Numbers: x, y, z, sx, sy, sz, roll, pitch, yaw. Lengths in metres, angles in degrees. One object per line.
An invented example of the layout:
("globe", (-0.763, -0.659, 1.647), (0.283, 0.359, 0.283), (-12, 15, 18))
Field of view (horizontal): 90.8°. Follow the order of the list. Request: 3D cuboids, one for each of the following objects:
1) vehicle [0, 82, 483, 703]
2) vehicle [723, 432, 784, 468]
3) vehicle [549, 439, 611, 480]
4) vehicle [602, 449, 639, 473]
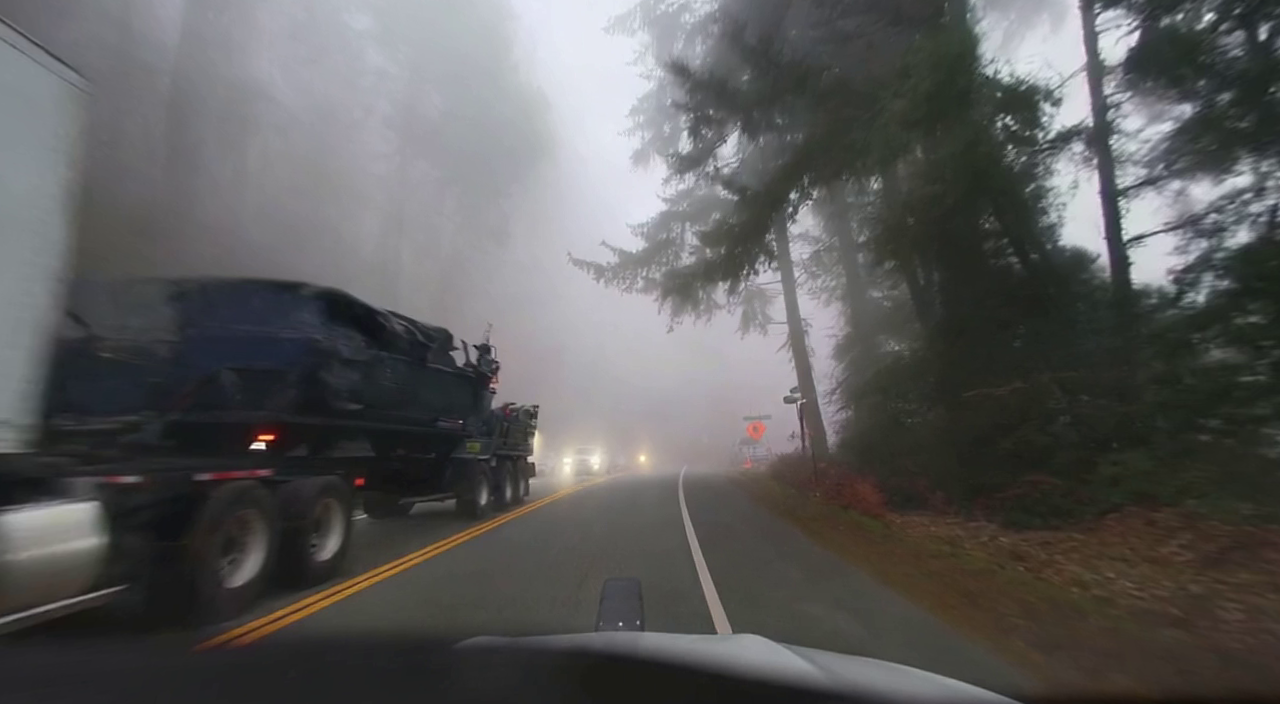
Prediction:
("vehicle", (-4.109, 0.752, 5.480), (3.158, 2.808, 8.423), (0, -8, 1))
("vehicle", (7.014, 6.194, 40.017), (2.845, 2.053, 6.457), (0, -8, 2))
("vehicle", (-2.825, 5.215, 30.966), (2.177, 1.803, 4.690), (-1, -8, 5))
("vehicle", (-1.317, 7.495, 43.758), (1.981, 1.410, 4.162), (-4, -9, 5))
